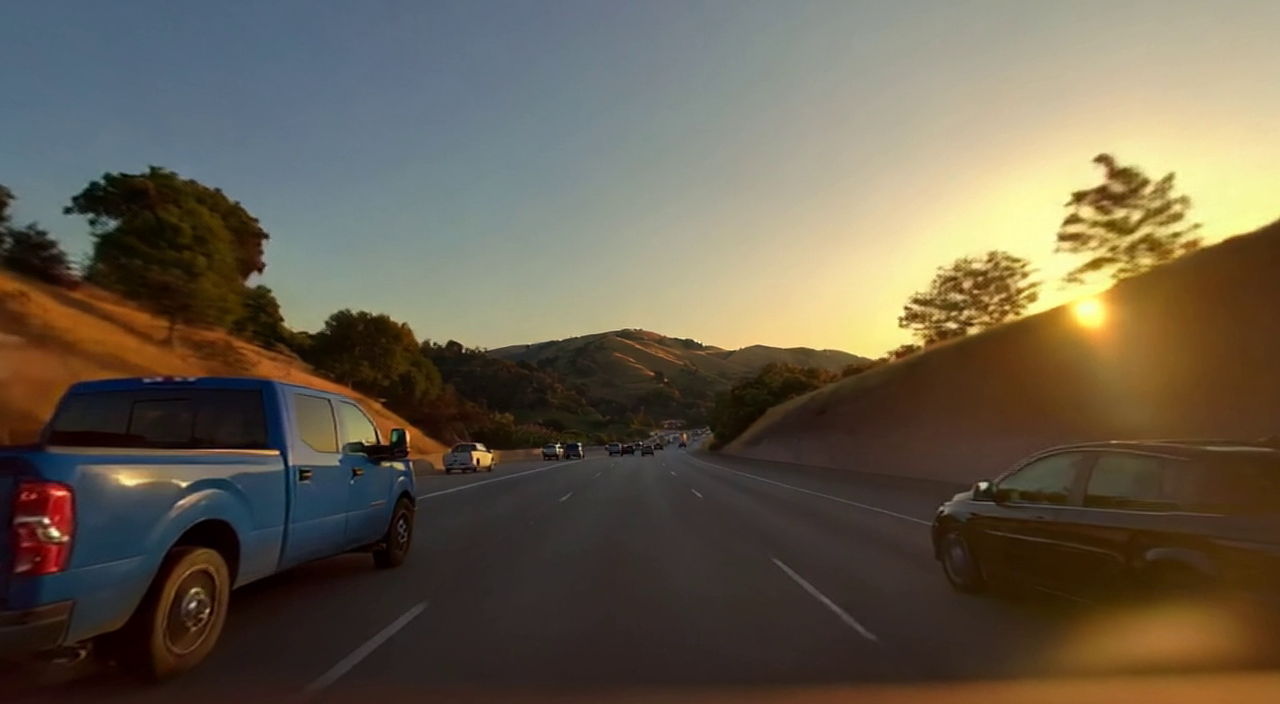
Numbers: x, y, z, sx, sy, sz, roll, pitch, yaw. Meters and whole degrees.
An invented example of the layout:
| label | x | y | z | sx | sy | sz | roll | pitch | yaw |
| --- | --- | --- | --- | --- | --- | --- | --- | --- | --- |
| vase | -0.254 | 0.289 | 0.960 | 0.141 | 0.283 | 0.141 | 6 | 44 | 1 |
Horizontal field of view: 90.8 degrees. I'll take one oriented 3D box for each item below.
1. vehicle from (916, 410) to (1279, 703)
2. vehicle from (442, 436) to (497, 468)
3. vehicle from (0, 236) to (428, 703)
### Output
| label | x | y | z | sx | sy | sz | roll | pitch | yaw |
| --- | --- | --- | --- | --- | --- | --- | --- | --- | --- |
| vehicle | 3.906 | 1.220 | 4.098 | 2.047 | 1.524 | 4.619 | 0 | -9 | -1 |
| vehicle | -10.790 | 6.359 | 40.343 | 2.012 | 1.875 | 4.895 | 0 | -9 | 1 |
| vehicle | -3.600 | 0.859 | 3.816 | 2.483 | 2.100 | 6.208 | 0 | -9 | 0 |
